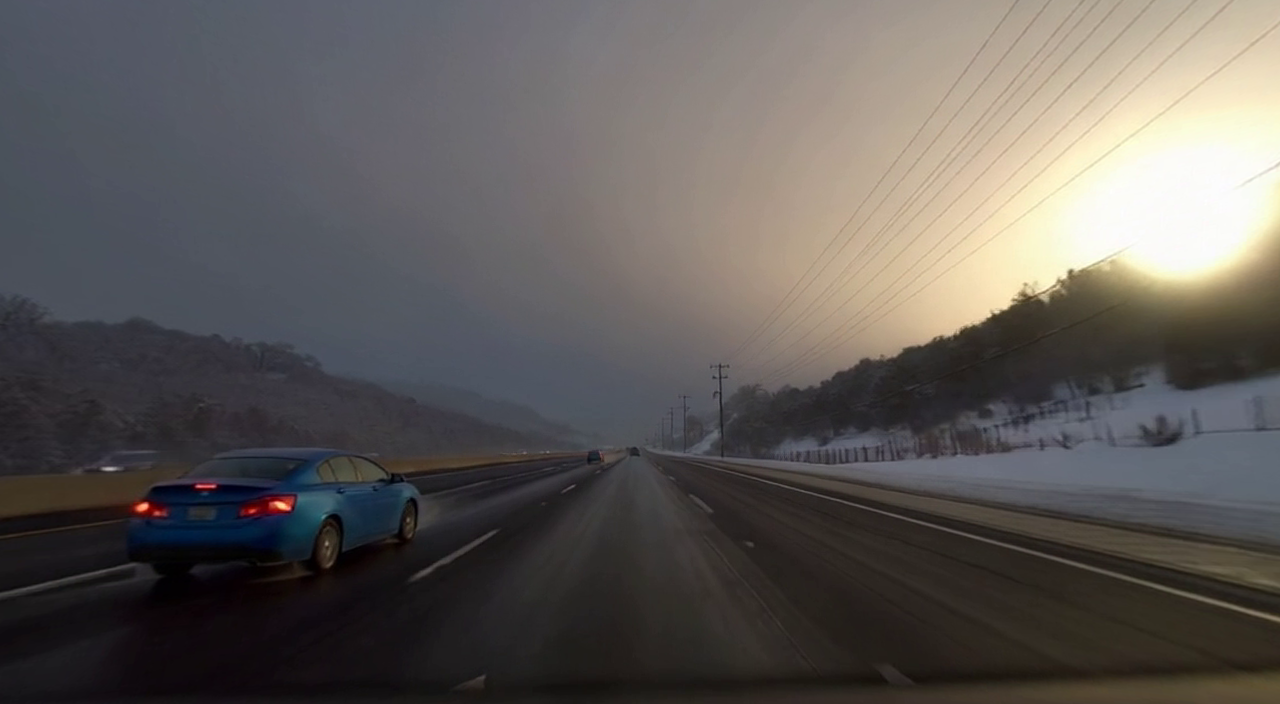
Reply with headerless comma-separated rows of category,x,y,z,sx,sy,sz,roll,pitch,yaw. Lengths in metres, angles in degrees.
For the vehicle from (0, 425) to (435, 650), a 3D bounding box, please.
vehicle,-4.083,1.621,6.775,2.064,1.489,4.966,0,-9,0
